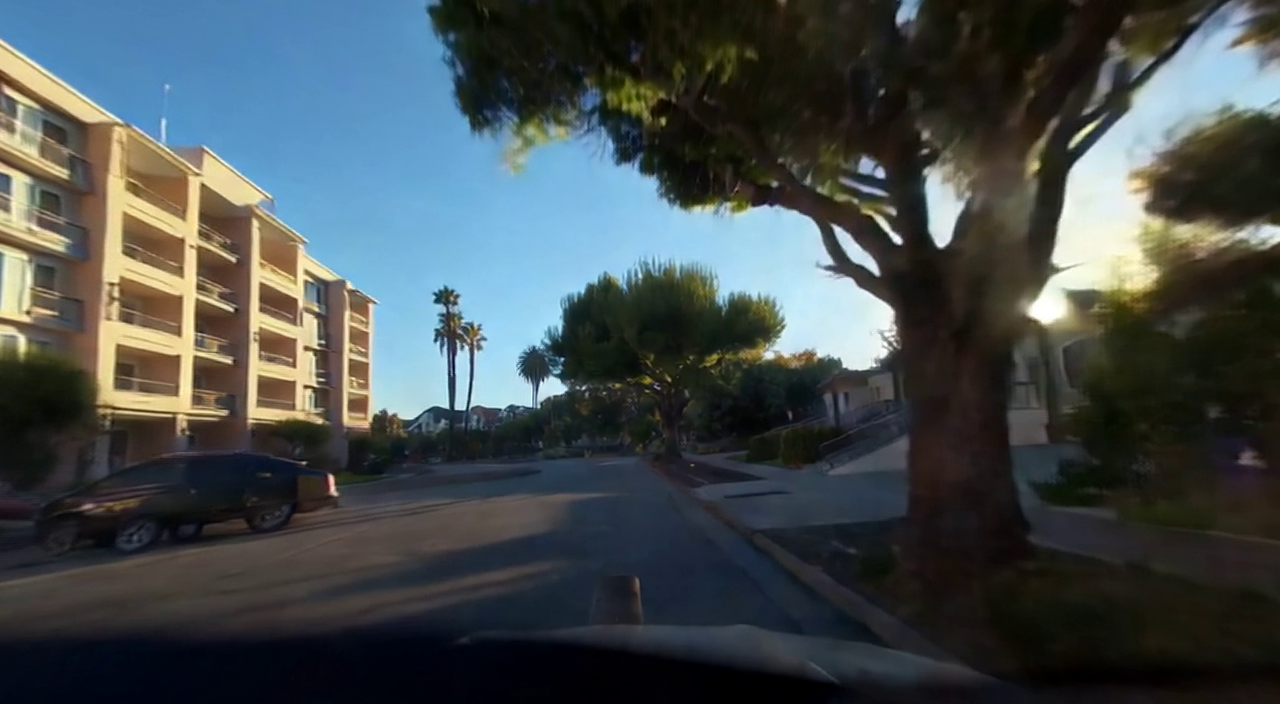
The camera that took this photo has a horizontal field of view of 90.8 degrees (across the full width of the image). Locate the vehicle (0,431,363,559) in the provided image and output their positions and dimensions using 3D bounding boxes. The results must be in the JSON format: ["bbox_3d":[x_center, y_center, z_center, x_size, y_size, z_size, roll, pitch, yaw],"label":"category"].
[{"bbox_3d":[-7.187,2.147,9.955,4.803,1.520,1.894,-2,-7,-6],"label":"vehicle"}]
